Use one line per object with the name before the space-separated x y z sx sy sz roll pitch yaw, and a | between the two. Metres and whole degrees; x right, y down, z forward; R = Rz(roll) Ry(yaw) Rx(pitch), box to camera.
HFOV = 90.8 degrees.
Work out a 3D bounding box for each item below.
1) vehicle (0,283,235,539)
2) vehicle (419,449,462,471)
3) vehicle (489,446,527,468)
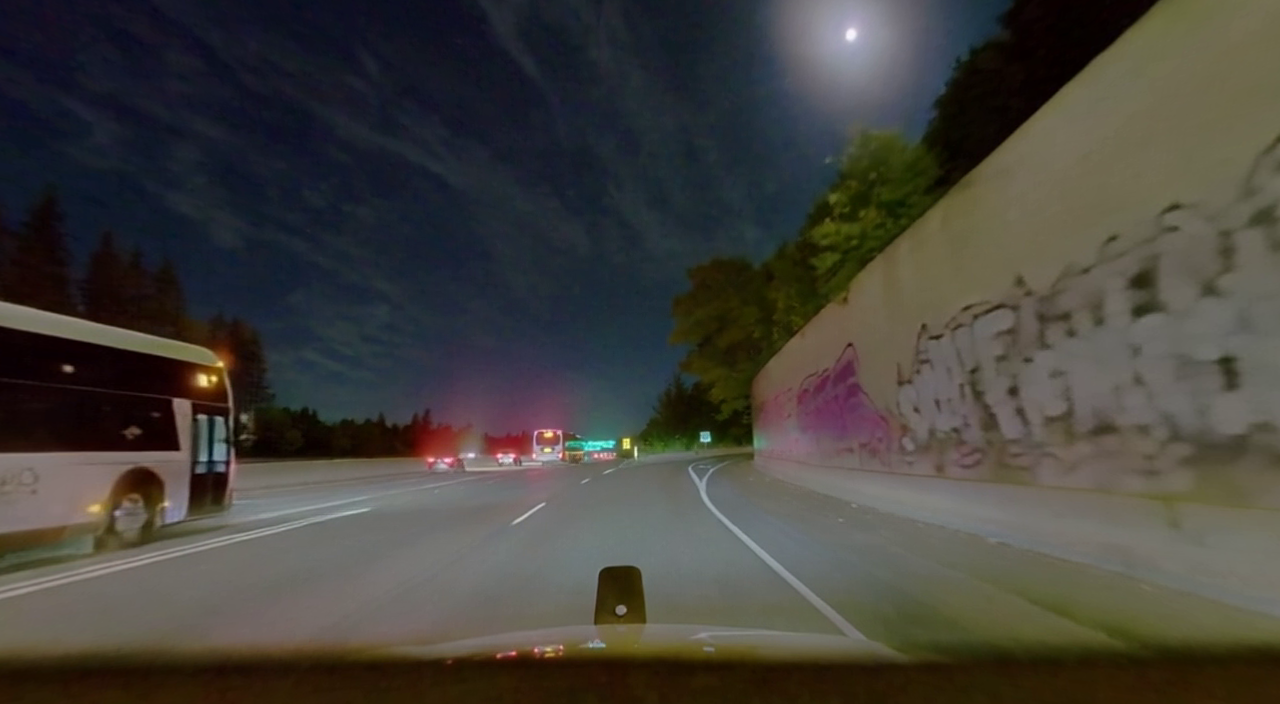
vehicle | -10.514 0.571 7.068 2.986 3.574 13.570 0 -8 0
vehicle | -14.577 7.885 46.248 1.878 1.470 3.825 0 -8 0
vehicle | -10.399 8.283 49.929 1.979 1.600 4.516 0 -8 1
